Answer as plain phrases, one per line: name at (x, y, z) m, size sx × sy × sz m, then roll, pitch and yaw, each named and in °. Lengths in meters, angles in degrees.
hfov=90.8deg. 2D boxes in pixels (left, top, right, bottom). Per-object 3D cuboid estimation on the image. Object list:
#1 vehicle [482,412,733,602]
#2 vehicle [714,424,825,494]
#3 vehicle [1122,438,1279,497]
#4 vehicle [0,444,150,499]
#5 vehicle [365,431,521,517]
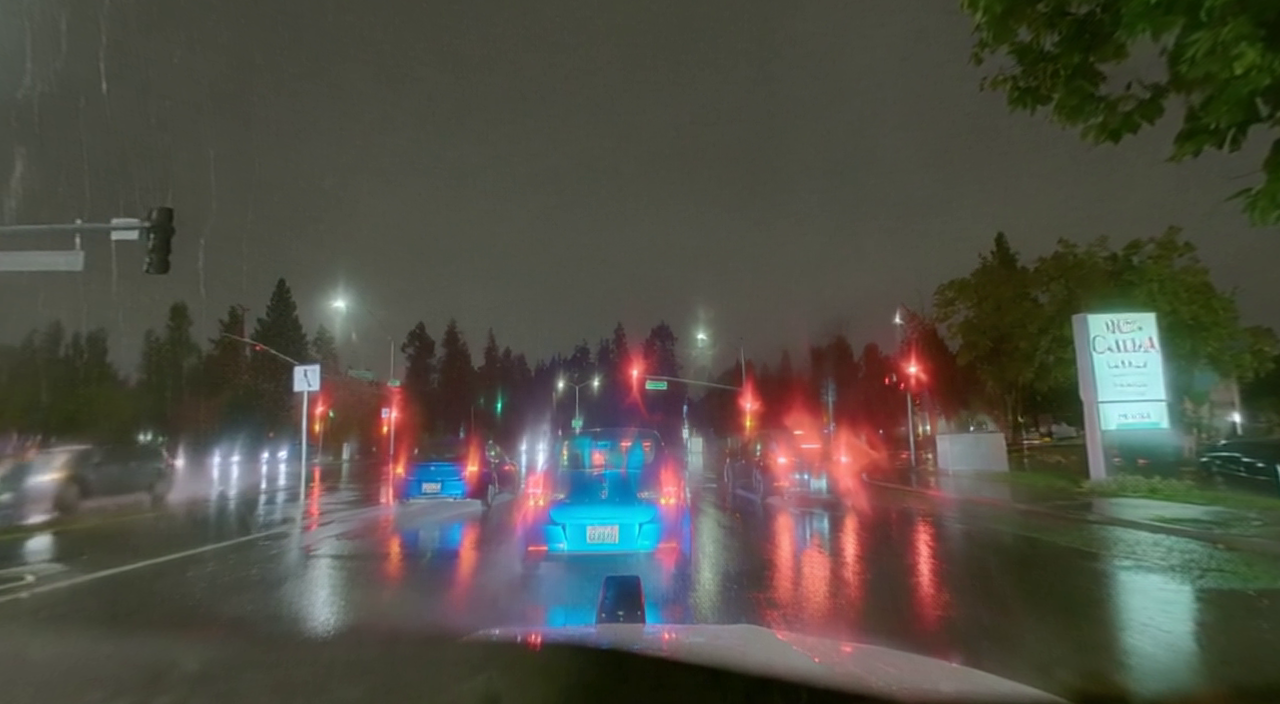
vehicle at (-0.361, 1.577, 7.338) m, size 2.045 × 1.533 × 4.183 m, roll 0°, pitch -8°, yaw -3°
vehicle at (3.426, 2.922, 17.569) m, size 2.028 × 1.678 × 4.220 m, roll 0°, pitch -8°, yaw -2°
vehicle at (15.184, 2.942, 16.325) m, size 3.951 × 1.418 × 1.842 m, roll 0°, pitch -8°, yaw -2°
vehicle at (-20.111, 4.133, 22.273) m, size 1.982 × 1.712 × 4.511 m, roll 0°, pitch -8°, yaw 0°
vehicle at (-3.745, 2.380, 12.798) m, size 1.998 × 1.452 × 3.773 m, roll 0°, pitch -8°, yaw -1°
